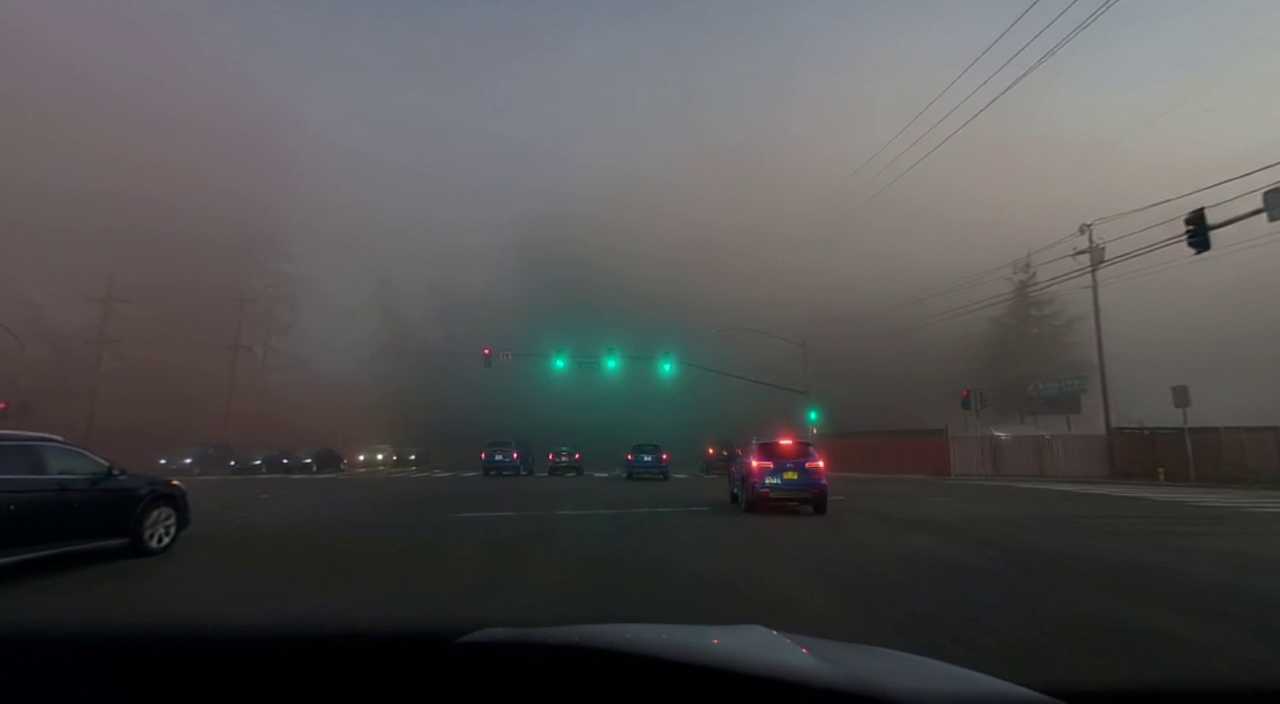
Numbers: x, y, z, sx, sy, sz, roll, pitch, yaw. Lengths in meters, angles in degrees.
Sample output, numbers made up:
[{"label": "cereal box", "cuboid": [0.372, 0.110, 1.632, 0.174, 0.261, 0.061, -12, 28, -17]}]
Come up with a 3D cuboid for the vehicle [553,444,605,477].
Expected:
[{"label": "vehicle", "cuboid": [-2.875, 5.240, 30.665, 1.881, 1.466, 4.484, 0, -9, 3]}]

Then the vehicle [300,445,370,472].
[{"label": "vehicle", "cuboid": [-18.137, 6.356, 37.813, 1.994, 1.496, 4.211, 0, -9, 2]}]

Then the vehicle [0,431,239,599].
[{"label": "vehicle", "cuboid": [-6.588, 1.569, 6.449, 1.930, 1.468, 4.560, 0, -9, 1]}]

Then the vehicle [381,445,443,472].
[{"label": "vehicle", "cuboid": [-14.764, 6.896, 41.230, 2.129, 1.554, 4.627, -2, -8, 3]}]

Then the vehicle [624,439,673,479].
[{"label": "vehicle", "cuboid": [0.448, 4.961, 29.543, 2.111, 1.712, 4.078, 0, -9, 2]}]

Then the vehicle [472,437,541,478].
[{"label": "vehicle", "cuboid": [-6.325, 5.046, 30.555, 2.116, 1.812, 4.609, 0, -9, 3]}]

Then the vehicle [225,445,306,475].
[{"label": "vehicle", "cuboid": [-21.421, 6.173, 36.313, 1.891, 1.577, 4.238, 0, -9, 3]}]

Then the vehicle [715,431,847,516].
[{"label": "vehicle", "cuboid": [3.055, 2.755, 14.793, 2.034, 1.655, 4.465, 0, -9, 0]}]
